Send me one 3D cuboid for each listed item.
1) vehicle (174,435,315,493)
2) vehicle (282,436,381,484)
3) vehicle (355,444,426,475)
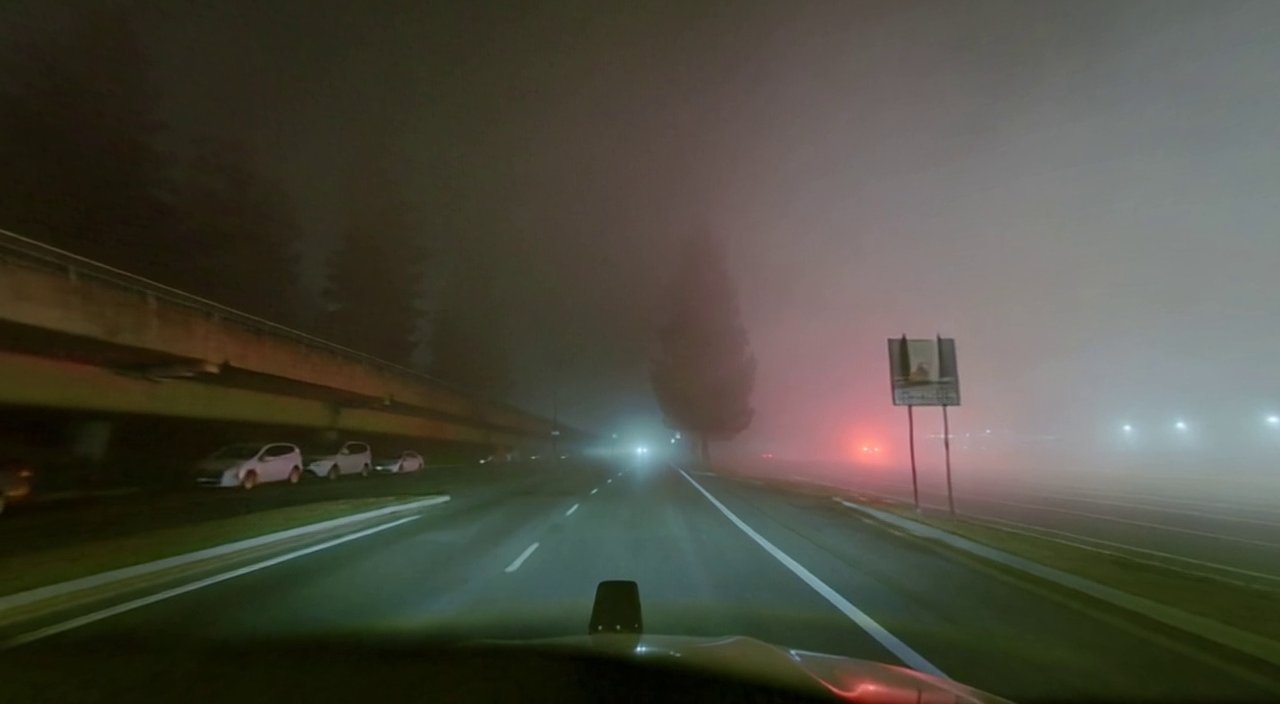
[{"bbox_3d":[-13.209,3.755,21.488,1.903,1.703,4.346,2,-9,1],"label":"vehicle"},{"bbox_3d":[-13.287,4.644,27.529,1.886,1.801,4.337,2,-8,3],"label":"vehicle"},{"bbox_3d":[-13.134,5.736,33.603,1.847,1.498,4.368,1,-10,2],"label":"vehicle"}]
